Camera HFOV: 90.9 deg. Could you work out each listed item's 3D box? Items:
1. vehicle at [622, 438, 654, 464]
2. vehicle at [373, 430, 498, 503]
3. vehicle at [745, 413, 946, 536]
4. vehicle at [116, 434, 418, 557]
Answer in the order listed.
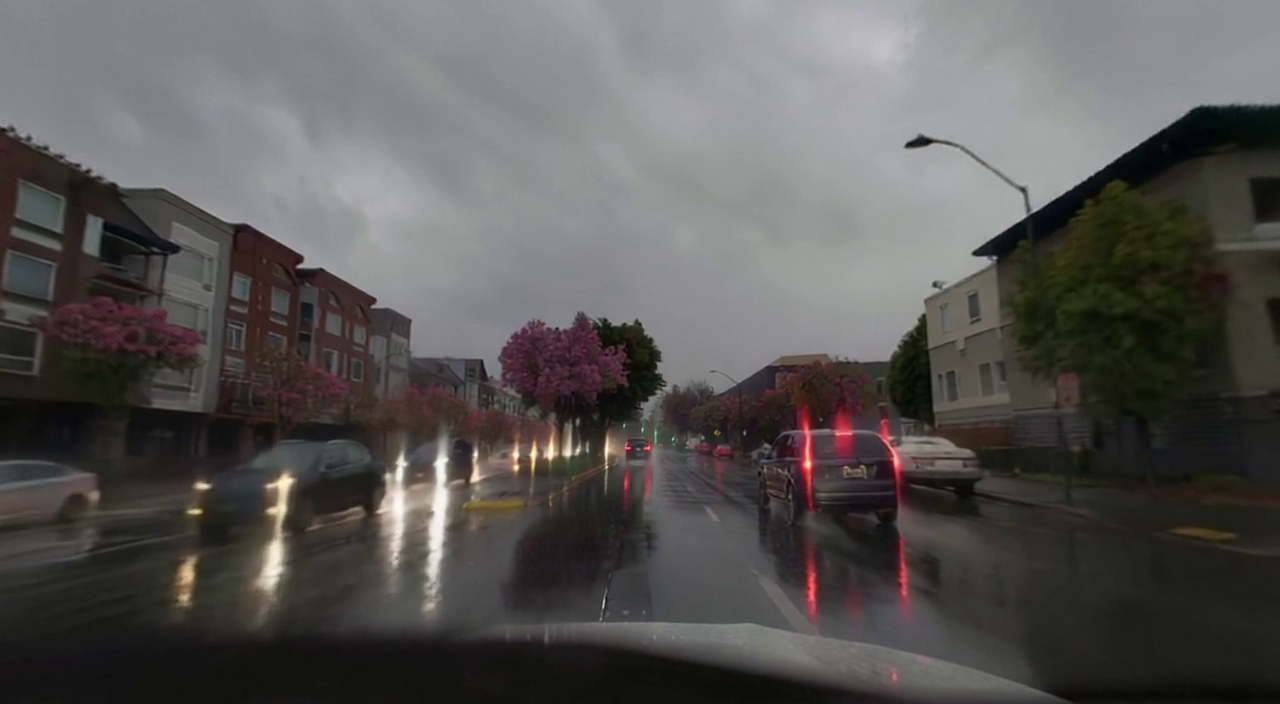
[{"bbox_3d":[-0.146,7.207,46.048,2.244,1.813,4.129,0,-8,0],"label":"vehicle"},{"bbox_3d":[-5.665,3.175,18.198,2.034,1.771,4.795,-1,-7,0],"label":"vehicle"},{"bbox_3d":[3.338,2.097,11.402,2.071,1.747,4.549,0,-8,0],"label":"vehicle"},{"bbox_3d":[-5.621,2.149,10.437,2.012,1.501,4.626,-2,-7,3],"label":"vehicle"}]
